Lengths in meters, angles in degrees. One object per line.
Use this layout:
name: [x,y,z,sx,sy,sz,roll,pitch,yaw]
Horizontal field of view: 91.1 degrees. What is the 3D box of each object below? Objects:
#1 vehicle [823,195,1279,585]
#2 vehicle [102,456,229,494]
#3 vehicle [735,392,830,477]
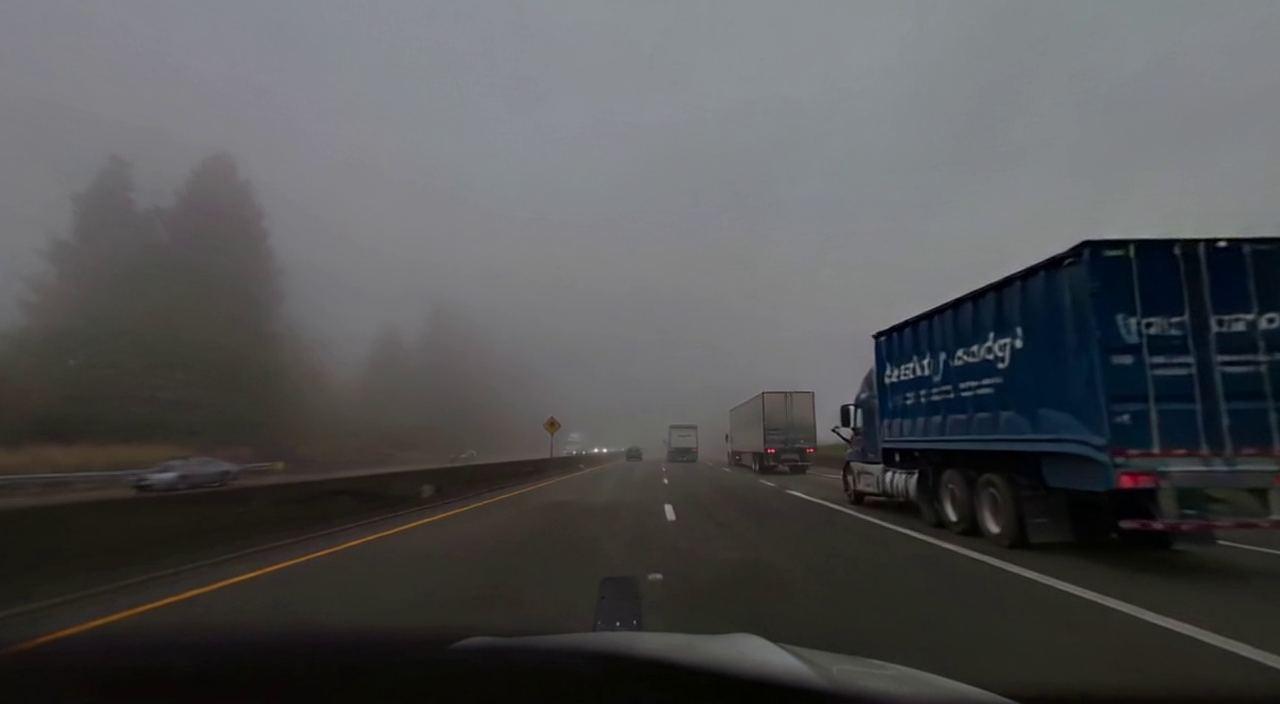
vehicle: [6.119,0.970,11.197,2.920,3.860,10.035,0,-8,1]
vehicle: [-21.748,5.624,29.108,2.271,1.456,4.482,-1,-8,3]
vehicle: [7.873,4.854,37.083,2.843,4.053,13.777,0,-8,2]
